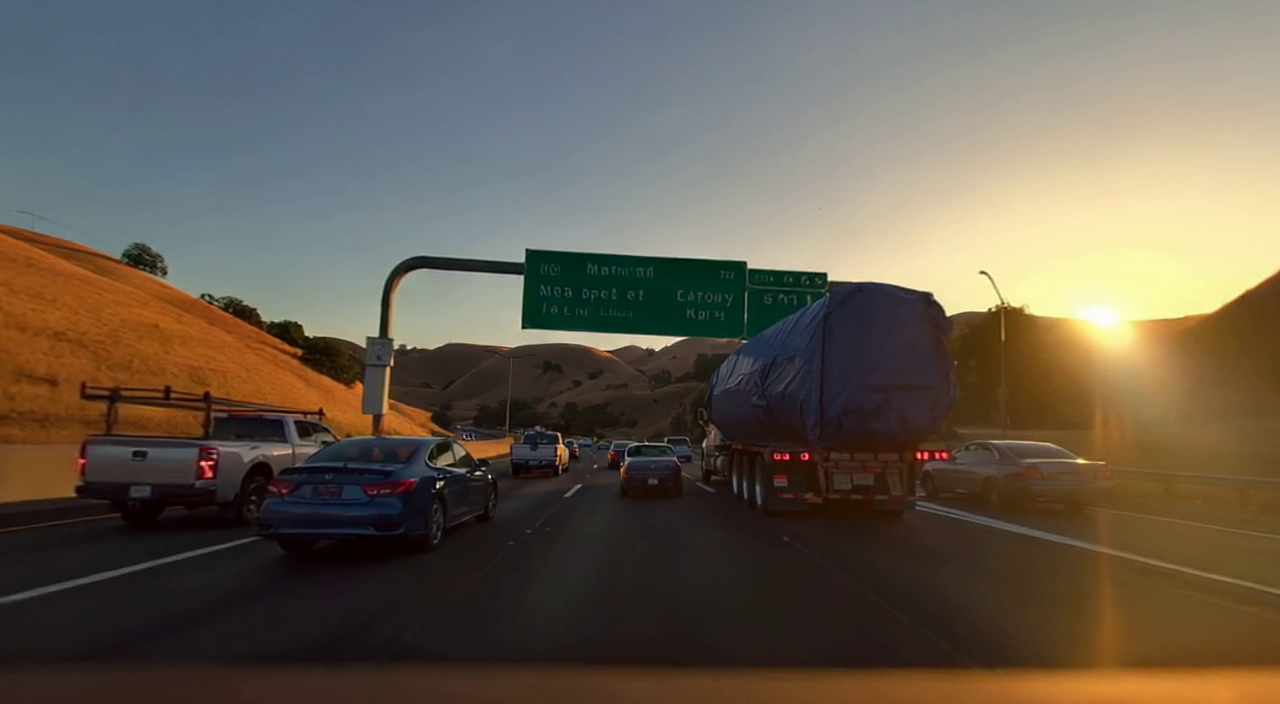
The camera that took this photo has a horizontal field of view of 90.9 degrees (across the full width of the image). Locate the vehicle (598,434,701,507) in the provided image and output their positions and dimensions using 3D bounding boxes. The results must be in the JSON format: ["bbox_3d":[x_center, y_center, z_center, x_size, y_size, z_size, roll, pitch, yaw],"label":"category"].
[{"bbox_3d":[0.127,2.703,14.850,2.105,1.471,3.978,0,-8,-2],"label":"vehicle"}]

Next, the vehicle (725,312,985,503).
[{"bbox_3d":[3.388,1.128,11.607,2.790,2.718,5.253,0,-8,-1],"label":"vehicle"}]

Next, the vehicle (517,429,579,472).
[{"bbox_3d":[-4.204,4.619,29.720,2.348,1.821,5.061,0,-8,-2],"label":"vehicle"}]

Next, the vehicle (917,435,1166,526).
[{"bbox_3d":[7.610,2.434,12.611,2.092,1.495,4.194,0,-8,-2],"label":"vehicle"}]

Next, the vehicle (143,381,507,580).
[{"bbox_3d":[-3.591,1.615,8.807,2.318,1.902,5.374,0,-8,0],"label":"vehicle"}]
